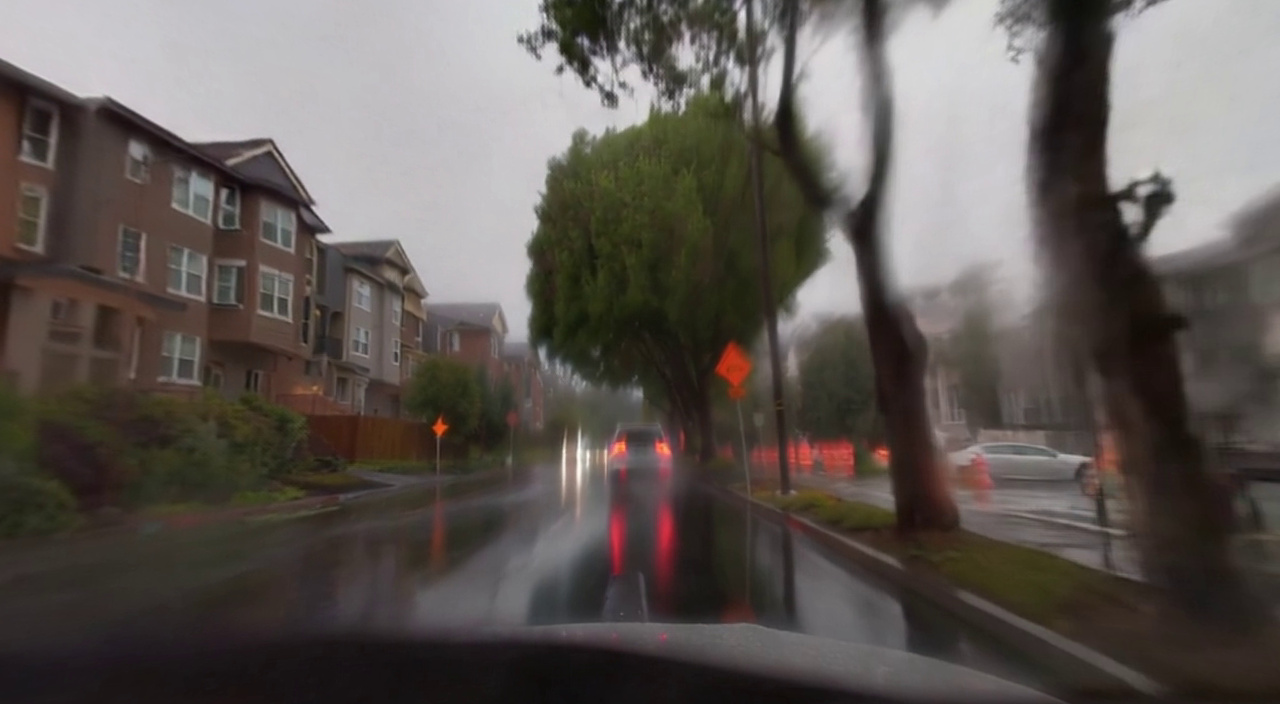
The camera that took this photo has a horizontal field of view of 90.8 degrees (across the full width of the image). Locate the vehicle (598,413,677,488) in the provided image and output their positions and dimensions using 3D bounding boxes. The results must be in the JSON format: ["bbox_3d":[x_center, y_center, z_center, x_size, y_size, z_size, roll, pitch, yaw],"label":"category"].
[{"bbox_3d":[-0.106,3.079,19.903,2.169,2.015,5.206,0,-8,-1],"label":"vehicle"}]

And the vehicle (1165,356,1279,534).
[{"bbox_3d":[9.606,0.906,6.548,2.253,2.306,6.753,0,-10,-2],"label":"vehicle"}]

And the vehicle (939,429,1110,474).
[{"bbox_3d":[13.117,3.431,21.842,4.567,1.448,1.890,-1,-8,8],"label":"vehicle"}]
